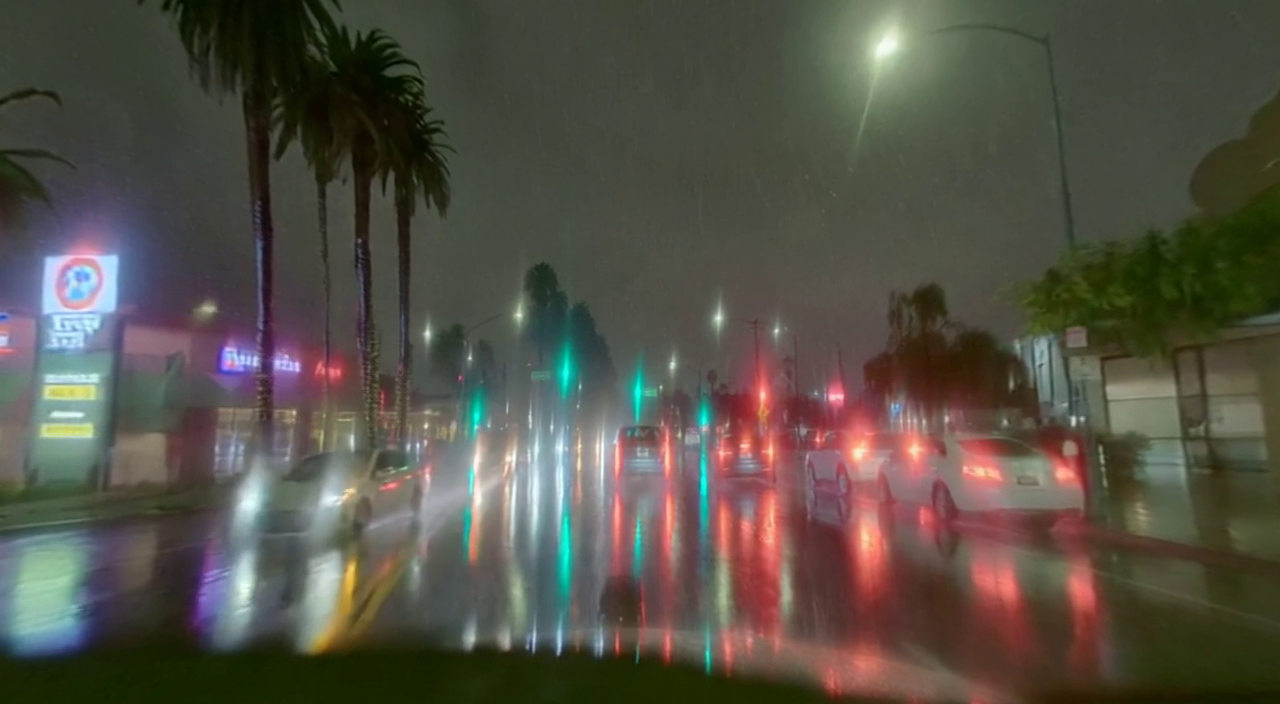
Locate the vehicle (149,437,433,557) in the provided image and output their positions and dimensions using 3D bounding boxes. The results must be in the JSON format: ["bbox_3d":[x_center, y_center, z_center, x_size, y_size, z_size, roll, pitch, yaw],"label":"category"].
[{"bbox_3d":[-4.989,2.094,10.019,1.946,1.412,4.657,0,-8,-2],"label":"vehicle"}]

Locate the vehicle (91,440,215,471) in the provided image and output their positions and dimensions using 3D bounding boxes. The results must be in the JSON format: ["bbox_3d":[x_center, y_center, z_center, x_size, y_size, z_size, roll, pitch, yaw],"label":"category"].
[{"bbox_3d":[-25.737,5.447,33.612,1.873,1.507,4.809,-3,-8,23],"label":"vehicle"}]

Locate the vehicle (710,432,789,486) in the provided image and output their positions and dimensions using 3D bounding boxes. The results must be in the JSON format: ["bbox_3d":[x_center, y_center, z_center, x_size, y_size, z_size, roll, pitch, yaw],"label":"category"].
[{"bbox_3d":[3.722,3.726,22.322,2.070,1.711,4.480,0,-8,1],"label":"vehicle"}]

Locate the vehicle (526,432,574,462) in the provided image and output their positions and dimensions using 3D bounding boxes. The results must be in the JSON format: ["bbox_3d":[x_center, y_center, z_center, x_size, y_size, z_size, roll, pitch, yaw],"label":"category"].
[{"bbox_3d":[-5.551,5.965,39.711,2.341,1.762,4.865,0,-8,0],"label":"vehicle"}]

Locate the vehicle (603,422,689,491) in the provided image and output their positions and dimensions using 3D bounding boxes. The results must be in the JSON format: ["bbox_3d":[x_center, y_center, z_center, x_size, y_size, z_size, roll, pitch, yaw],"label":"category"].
[{"bbox_3d":[0.117,3.097,18.971,2.264,1.798,4.531,0,-8,-1],"label":"vehicle"}]

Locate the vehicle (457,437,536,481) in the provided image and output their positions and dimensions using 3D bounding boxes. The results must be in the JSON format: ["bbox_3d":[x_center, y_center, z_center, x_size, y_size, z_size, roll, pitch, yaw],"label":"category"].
[{"bbox_3d":[-5.393,4.084,24.374,2.092,1.504,4.374,0,-8,-1],"label":"vehicle"}]

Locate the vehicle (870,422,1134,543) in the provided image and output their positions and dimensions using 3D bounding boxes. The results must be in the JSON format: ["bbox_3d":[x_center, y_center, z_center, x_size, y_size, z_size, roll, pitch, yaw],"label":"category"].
[{"bbox_3d":[6.138,2.242,11.578,2.008,1.729,4.647,0,-8,-1],"label":"vehicle"}]
